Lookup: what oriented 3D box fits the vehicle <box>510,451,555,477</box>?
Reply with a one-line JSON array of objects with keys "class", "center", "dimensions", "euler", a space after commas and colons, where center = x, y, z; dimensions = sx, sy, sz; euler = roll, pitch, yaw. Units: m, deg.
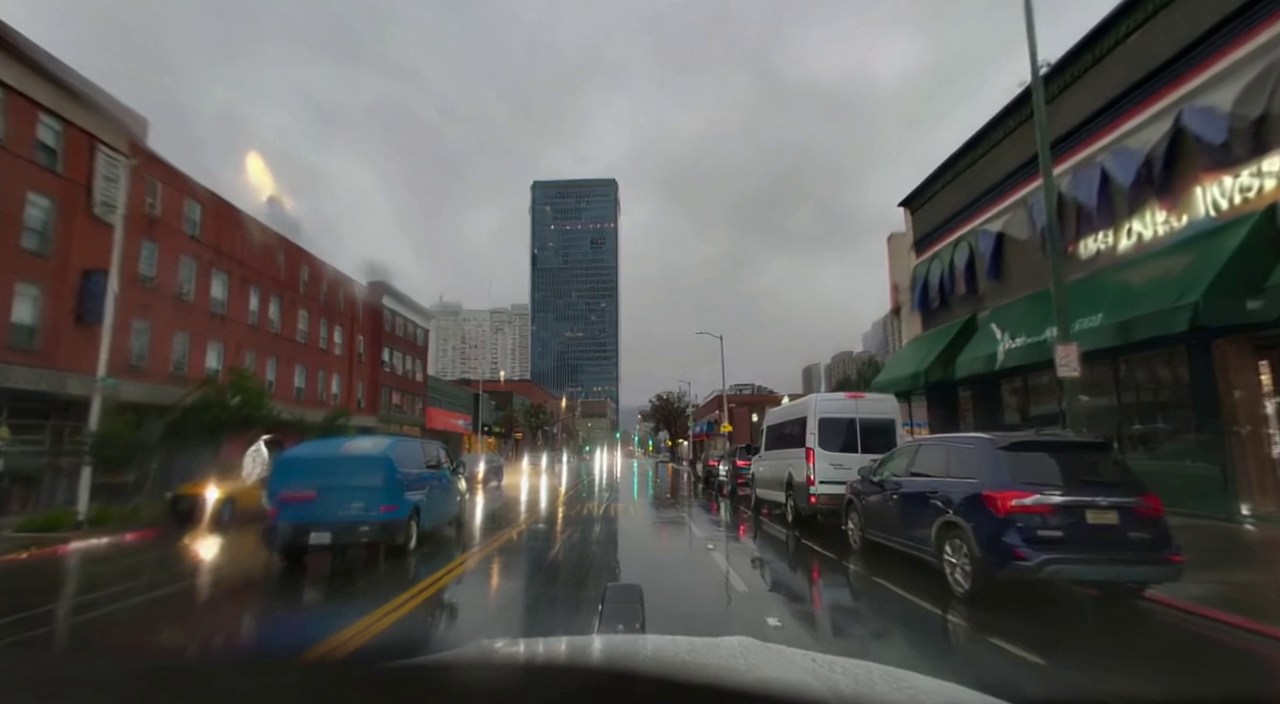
[{"class": "vehicle", "center": [-6.720, 7.034, 39.991], "dimensions": [1.993, 1.484, 4.812], "euler": [0, -8, 0]}]

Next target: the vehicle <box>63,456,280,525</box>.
[{"class": "vehicle", "center": [-13.847, 4.083, 19.076], "dimensions": [4.676, 1.807, 2.106], "euler": [2, -9, -15]}]

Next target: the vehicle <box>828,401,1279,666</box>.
[{"class": "vehicle", "center": [3.926, 1.614, 6.923], "dimensions": [2.040, 1.790, 5.044], "euler": [0, -8, -1]}]

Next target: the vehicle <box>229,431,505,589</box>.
[{"class": "vehicle", "center": [-3.246, 1.930, 8.666], "dimensions": [2.024, 1.579, 4.300], "euler": [0, -8, -3]}]
